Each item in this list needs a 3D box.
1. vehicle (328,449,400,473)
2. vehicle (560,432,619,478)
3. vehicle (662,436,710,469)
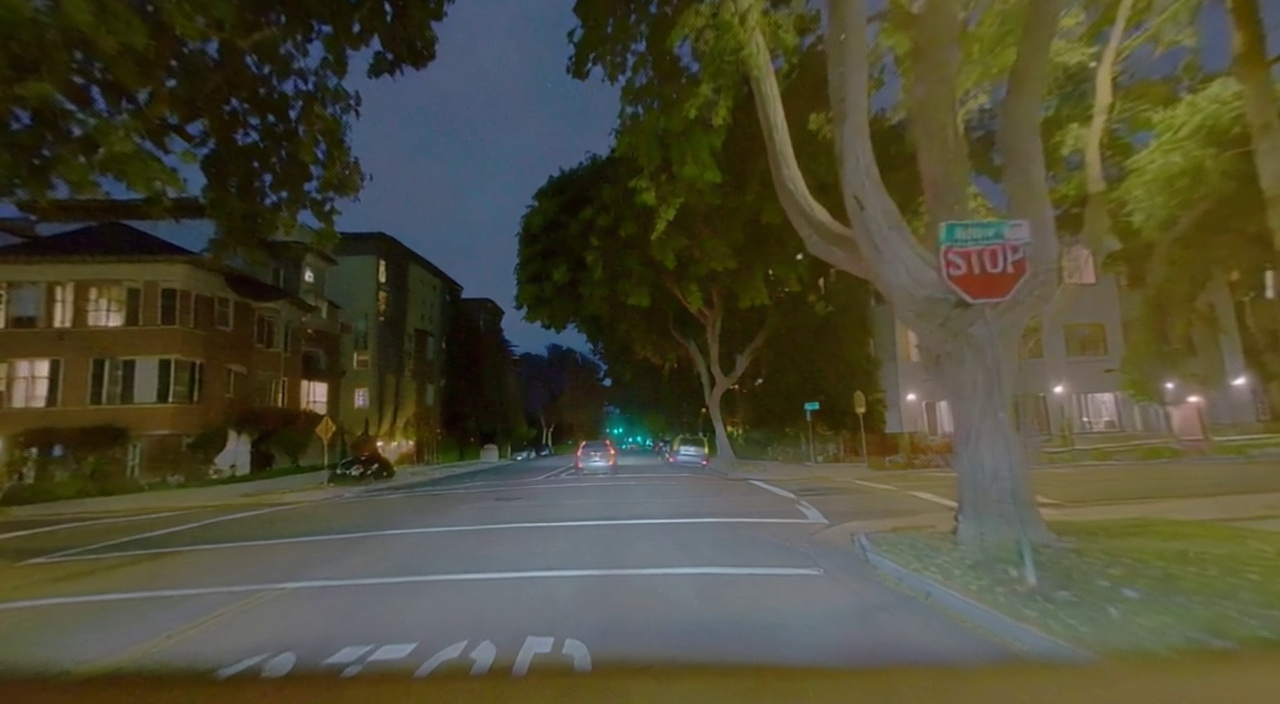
[{"bbox_3d":[-17.918,7.053,41.007,3.806,1.501,1.892,0,-9,-1],"label":"vehicle"},{"bbox_3d":[-1.987,4.203,25.946,2.172,1.722,4.201,1,-8,-2],"label":"vehicle"},{"bbox_3d":[2.339,5.277,33.103,1.987,1.608,3.883,1,-8,-4],"label":"vehicle"}]
